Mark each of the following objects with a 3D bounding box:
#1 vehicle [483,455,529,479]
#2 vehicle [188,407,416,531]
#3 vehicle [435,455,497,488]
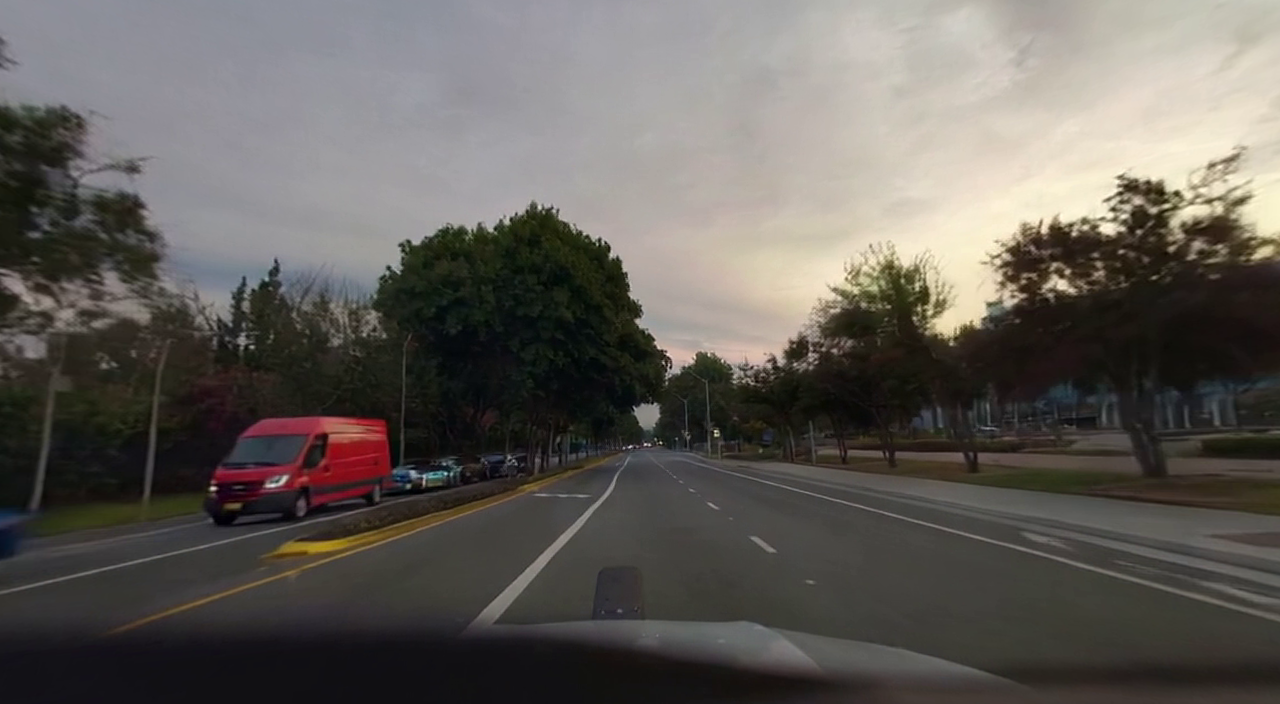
[{"bbox_3d":[-8.816,7.606,41.989,1.940,1.452,4.441,-1,-9,2],"label":"vehicle"},{"bbox_3d":[-8.789,3.126,17.597,2.617,2.736,6.621,0,-9,0],"label":"vehicle"},{"bbox_3d":[-8.853,6.097,32.564,1.959,1.469,4.369,0,-9,0],"label":"vehicle"}]
